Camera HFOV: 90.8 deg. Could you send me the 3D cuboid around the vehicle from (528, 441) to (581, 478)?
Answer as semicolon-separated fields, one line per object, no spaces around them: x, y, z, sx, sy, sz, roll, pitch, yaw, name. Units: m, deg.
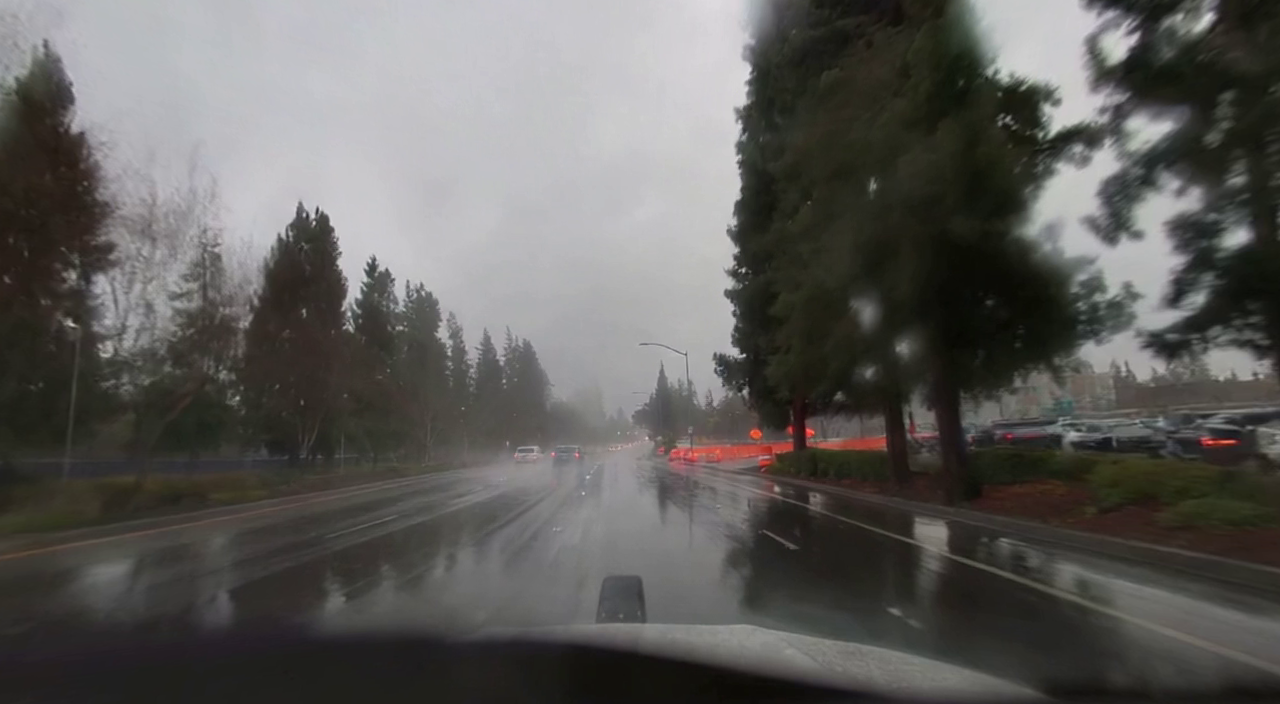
-4.101;5.220;30.896;2.121;1.654;3.993;0;-8;-2;vehicle
